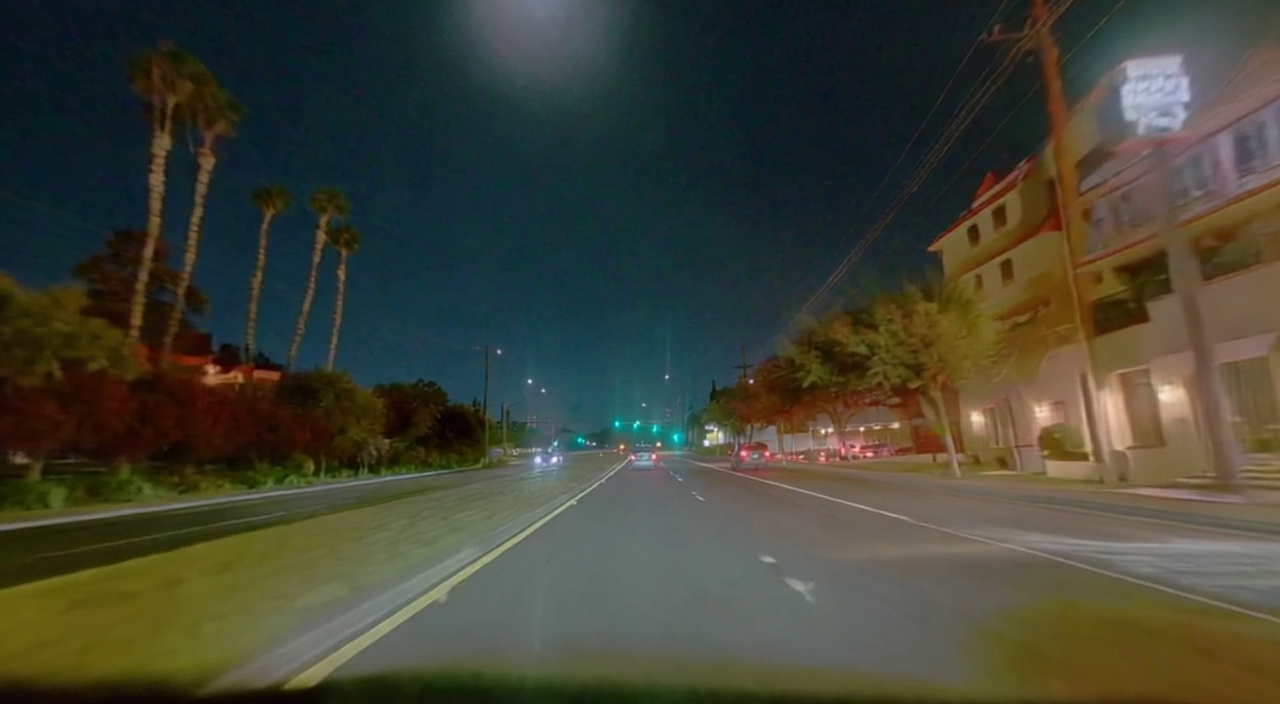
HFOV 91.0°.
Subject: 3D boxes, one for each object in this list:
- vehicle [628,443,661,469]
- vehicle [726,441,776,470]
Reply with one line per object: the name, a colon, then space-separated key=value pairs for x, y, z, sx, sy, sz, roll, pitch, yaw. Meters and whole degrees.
vehicle: x=0.296 y=7.087 z=43.100 sx=2.138 sy=1.702 sz=4.168 roll=0 pitch=-9 yaw=1
vehicle: x=6.812 y=6.409 z=39.138 sx=2.252 sy=1.718 sz=4.617 roll=0 pitch=-9 yaw=0
